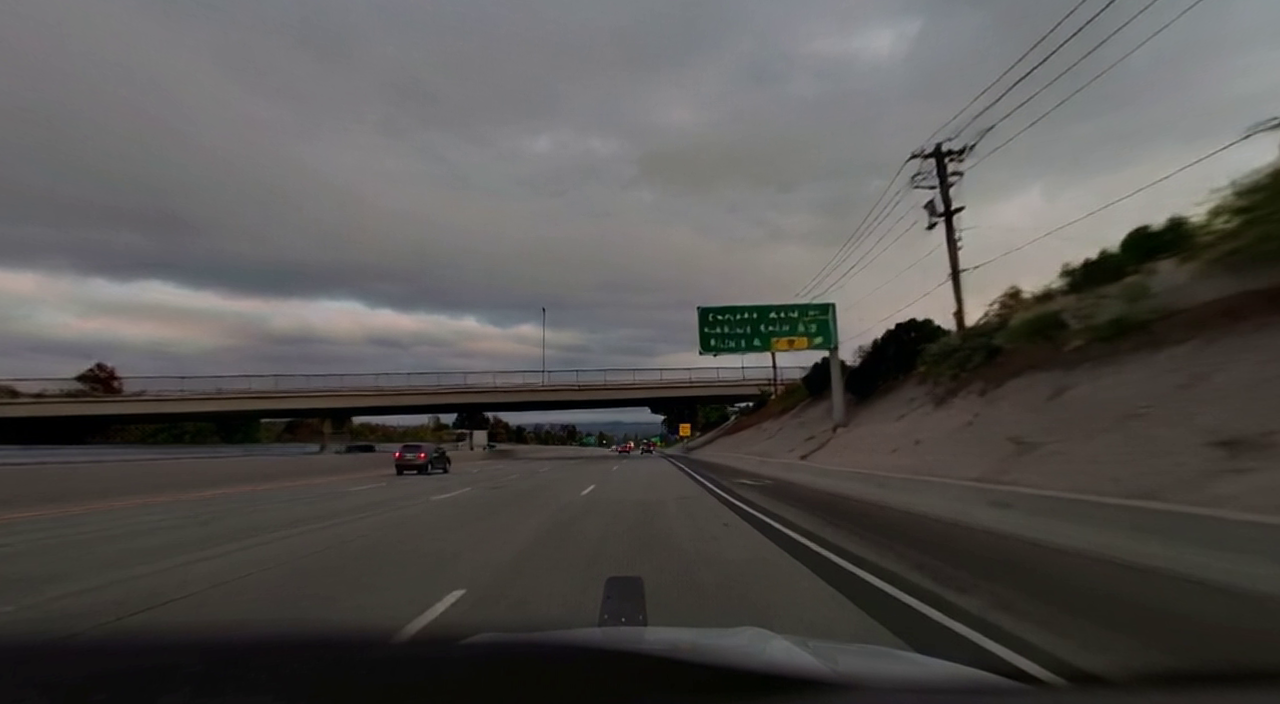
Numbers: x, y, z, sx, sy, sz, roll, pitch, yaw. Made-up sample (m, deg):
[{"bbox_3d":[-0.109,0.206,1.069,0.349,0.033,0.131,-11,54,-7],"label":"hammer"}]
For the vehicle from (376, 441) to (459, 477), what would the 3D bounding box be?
[{"bbox_3d":[-9.995,4.829,28.758,2.056,1.476,4.562,0,-8,1],"label":"vehicle"}]
